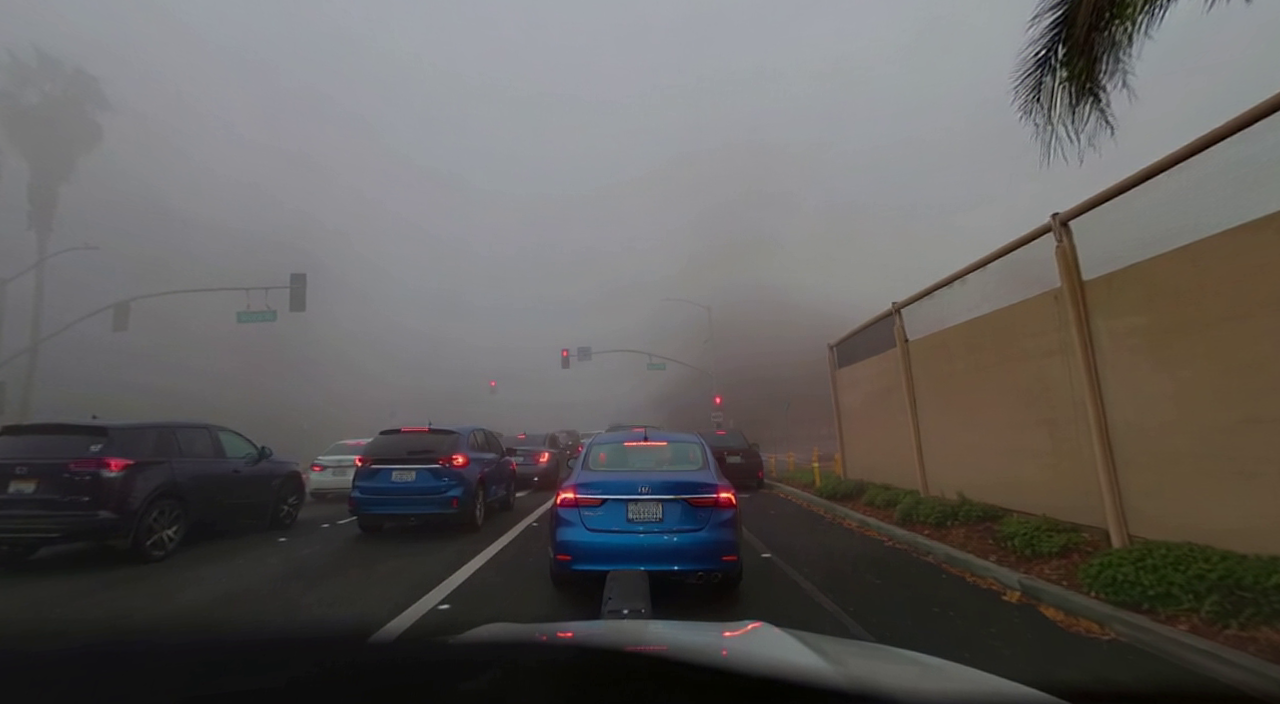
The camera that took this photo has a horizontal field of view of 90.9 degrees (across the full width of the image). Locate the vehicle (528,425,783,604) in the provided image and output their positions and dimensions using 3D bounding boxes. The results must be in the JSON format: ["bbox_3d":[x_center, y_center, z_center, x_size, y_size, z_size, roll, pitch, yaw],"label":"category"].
[{"bbox_3d":[0.062,1.674,7.467,2.128,1.473,4.272,0,-8,-2],"label":"vehicle"}]

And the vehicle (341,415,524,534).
[{"bbox_3d":[-3.471,2.123,11.503,2.007,1.746,4.136,0,-8,-2],"label":"vehicle"}]

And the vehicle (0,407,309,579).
[{"bbox_3d":[-6.684,1.748,8.622,1.963,1.721,4.467,0,-8,-2],"label":"vehicle"}]
